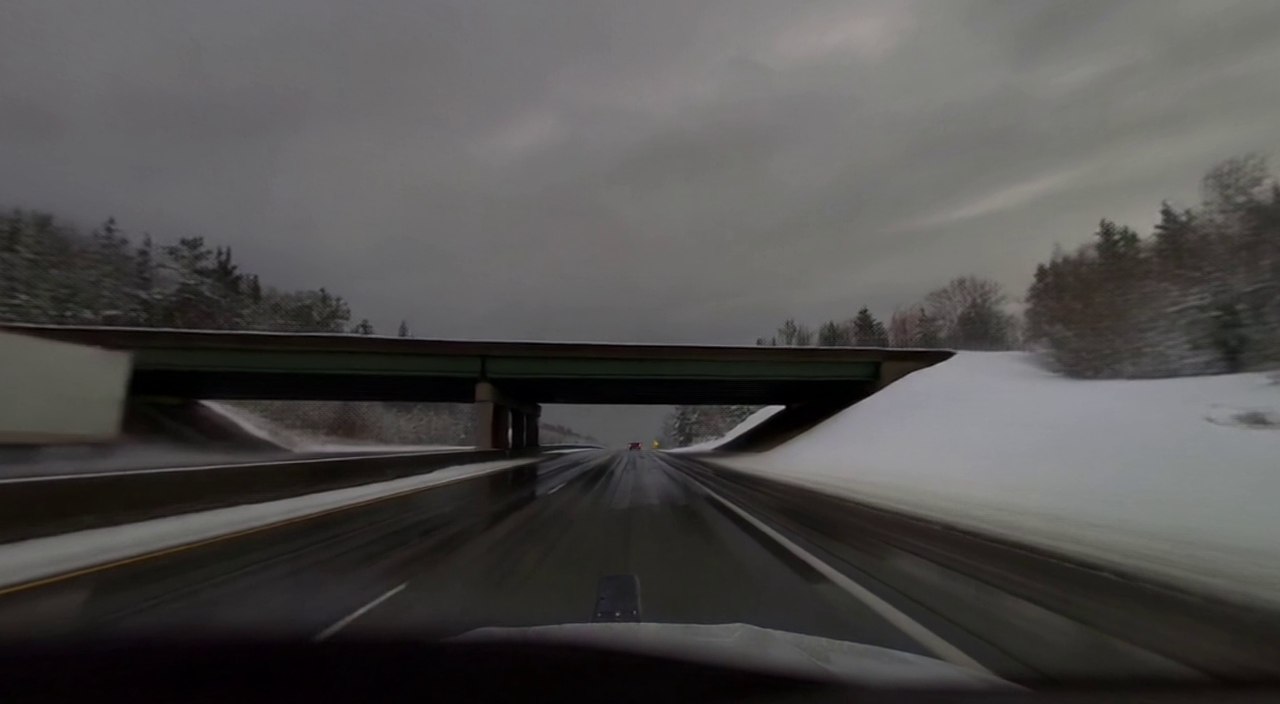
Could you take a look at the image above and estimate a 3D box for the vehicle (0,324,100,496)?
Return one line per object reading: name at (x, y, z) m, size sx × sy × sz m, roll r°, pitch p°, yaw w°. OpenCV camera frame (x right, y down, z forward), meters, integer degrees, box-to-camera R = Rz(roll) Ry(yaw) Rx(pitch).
vehicle at (-16.792, 0.781, 10.782) m, size 2.894 × 4.115 × 14.083 m, roll 0°, pitch -8°, yaw -1°
